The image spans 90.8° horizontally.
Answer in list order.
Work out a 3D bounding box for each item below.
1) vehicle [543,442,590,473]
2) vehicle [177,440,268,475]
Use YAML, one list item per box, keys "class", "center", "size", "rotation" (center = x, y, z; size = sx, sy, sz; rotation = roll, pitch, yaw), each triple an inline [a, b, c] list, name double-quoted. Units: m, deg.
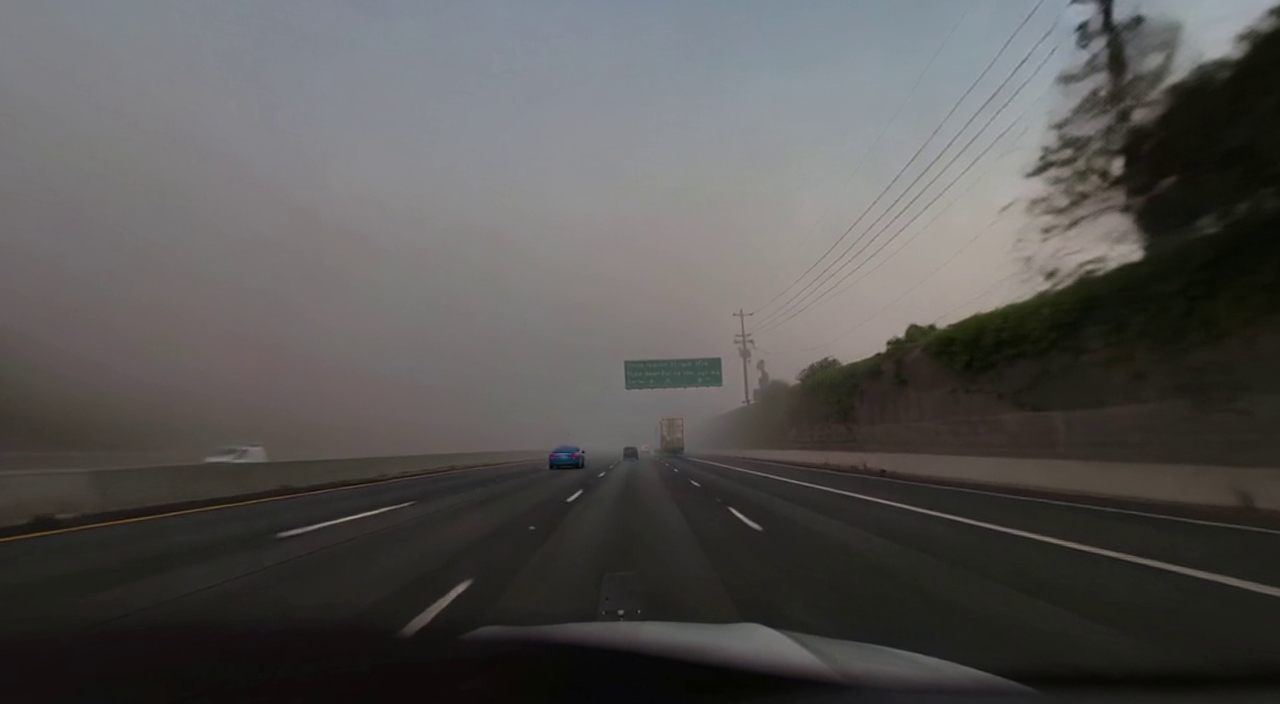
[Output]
- class: "vehicle"
  center: [-3.876, 5.691, 34.127]
  size: [2.009, 1.533, 4.175]
  rotation: [0, -9, 0]
- class: "vehicle"
  center: [-24.830, 6.270, 37.793]
  size: [2.200, 1.915, 4.635]
  rotation: [0, -9, 0]
